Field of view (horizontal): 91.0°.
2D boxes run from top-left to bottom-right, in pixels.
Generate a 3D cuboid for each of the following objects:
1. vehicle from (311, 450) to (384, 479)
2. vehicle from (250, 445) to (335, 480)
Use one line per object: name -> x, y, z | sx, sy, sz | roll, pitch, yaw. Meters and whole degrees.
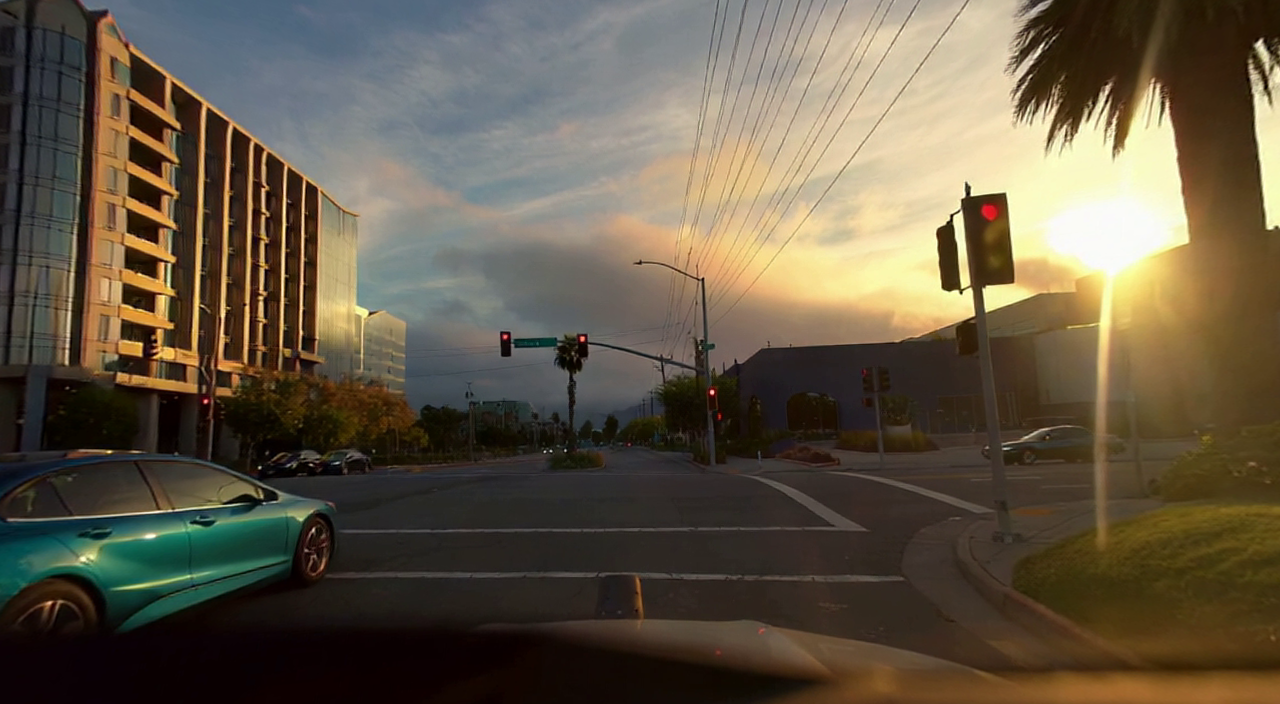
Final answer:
vehicle -> -15.364, 5.920, 33.302 | 1.875, 1.389, 3.784 | 0, -9, 3
vehicle -> -19.097, 6.068, 34.878 | 2.017, 1.739, 4.569 | 0, -9, 1
